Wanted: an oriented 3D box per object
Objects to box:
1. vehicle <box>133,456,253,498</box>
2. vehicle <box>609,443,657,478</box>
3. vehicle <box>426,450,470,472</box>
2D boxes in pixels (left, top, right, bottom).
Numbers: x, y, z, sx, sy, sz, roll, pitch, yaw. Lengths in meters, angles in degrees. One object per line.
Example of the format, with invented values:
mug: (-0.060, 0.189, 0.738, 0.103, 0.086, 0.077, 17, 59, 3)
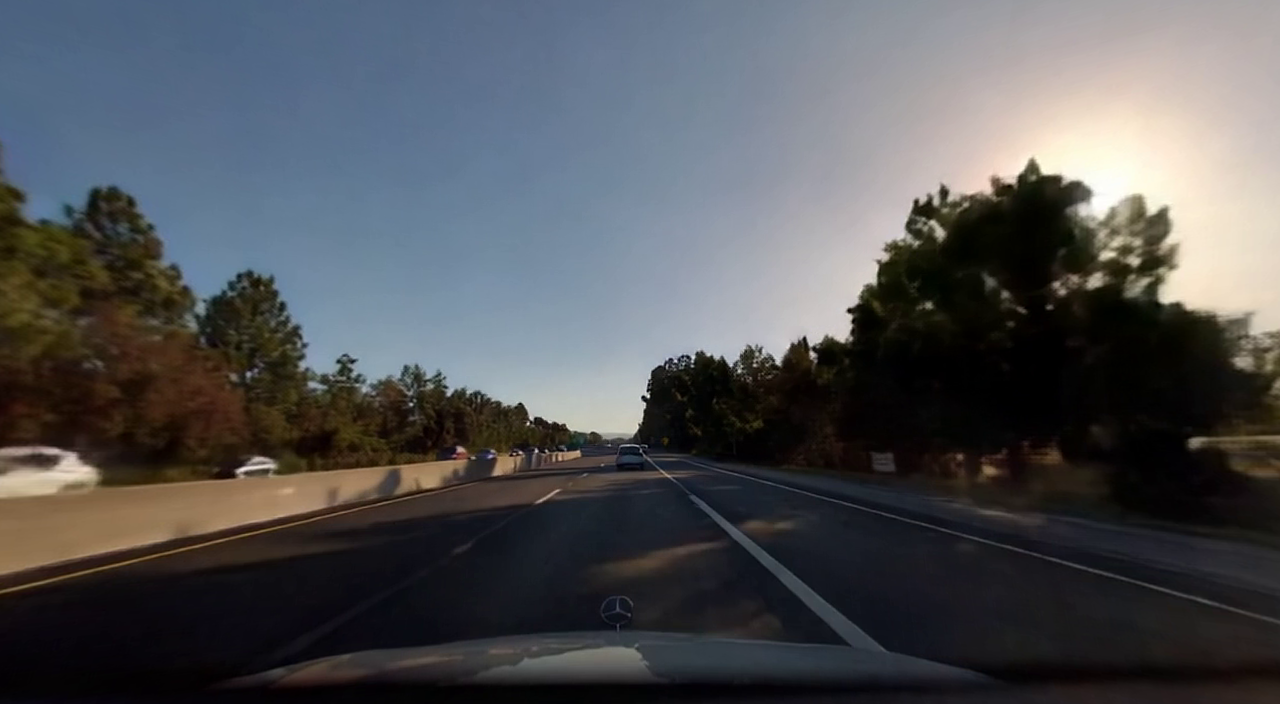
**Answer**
vehicle: (-17.982, 5.009, 25.506, 1.838, 1.507, 4.135, 0, -9, -1)
vehicle: (-0.333, 5.138, 29.891, 2.095, 1.537, 4.017, 0, -9, -1)
vehicle: (-13.897, 7.881, 45.640, 1.896, 1.509, 4.060, 0, -9, 0)
